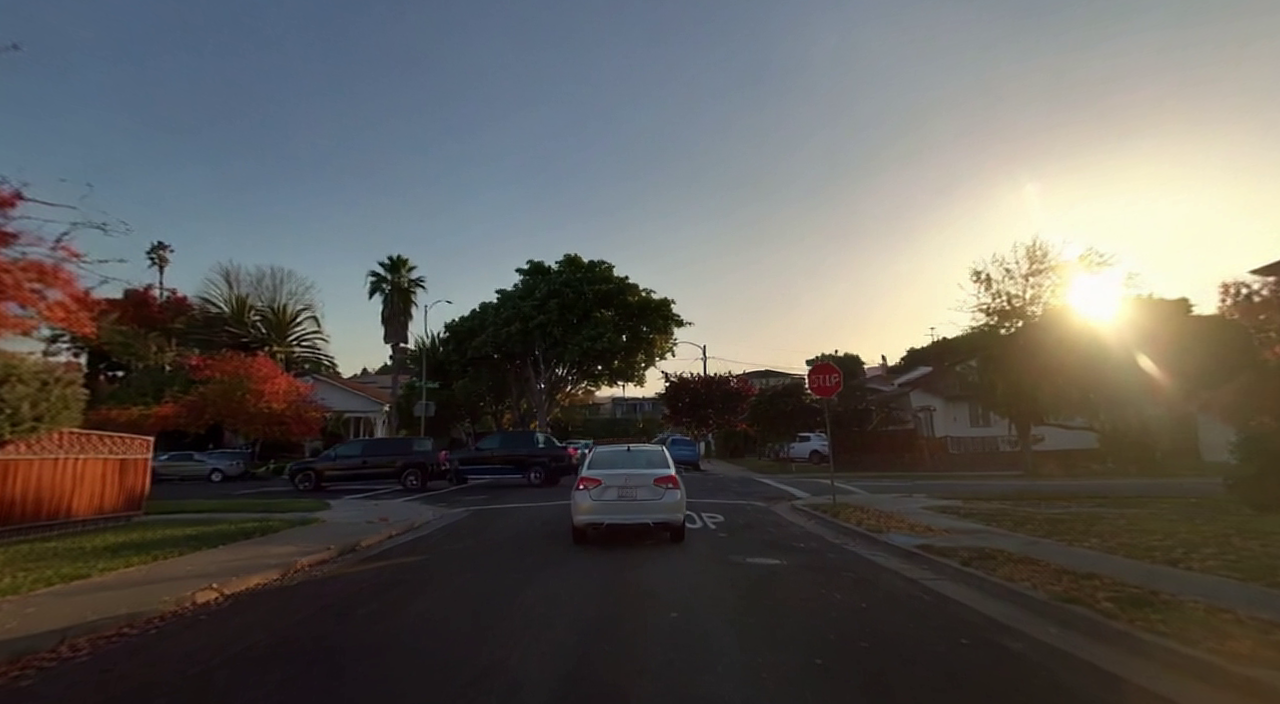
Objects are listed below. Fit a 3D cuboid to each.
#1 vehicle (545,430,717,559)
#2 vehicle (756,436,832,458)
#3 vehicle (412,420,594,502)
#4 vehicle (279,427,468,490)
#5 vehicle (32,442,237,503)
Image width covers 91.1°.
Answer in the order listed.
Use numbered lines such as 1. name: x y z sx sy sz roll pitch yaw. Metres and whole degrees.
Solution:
1. vehicle: -0.112 1.993 9.493 2.010 1.499 4.107 0 -9 0
2. vehicle: 12.040 7.470 49.317 5.379 1.731 2.080 0 -9 0
3. vehicle: -4.505 3.411 20.039 5.941 2.187 2.730 -8 -12 43
4. vehicle: -9.695 3.832 22.868 6.308 2.057 2.353 -3 -9 20
5. vehicle: -15.125 3.681 18.976 4.521 1.447 1.913 -4 -13 1
